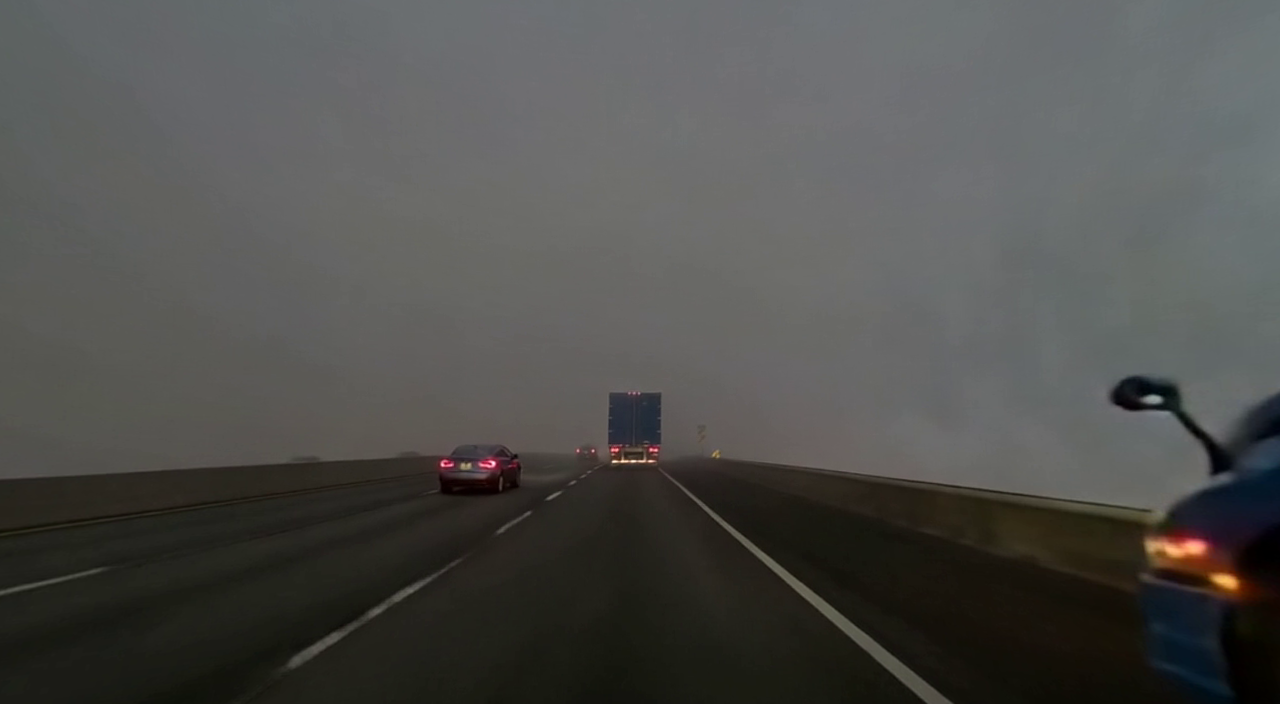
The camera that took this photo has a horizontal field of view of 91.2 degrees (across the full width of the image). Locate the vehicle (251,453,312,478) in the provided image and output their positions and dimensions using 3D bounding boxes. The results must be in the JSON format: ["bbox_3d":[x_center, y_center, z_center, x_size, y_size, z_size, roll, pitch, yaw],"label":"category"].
[{"bbox_3d":[-25.018,7.906,43.911,1.793,1.566,4.127,0,-9,1],"label":"vehicle"}]

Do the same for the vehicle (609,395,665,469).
[{"bbox_3d":[-0.212,5.289,40.249,3.123,4.094,10.812,0,-9,0],"label":"vehicle"}]

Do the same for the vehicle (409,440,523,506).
[{"bbox_3d":[-4.366,3.088,16.374,1.895,1.500,3.808,0,-9,0],"label":"vehicle"}]
